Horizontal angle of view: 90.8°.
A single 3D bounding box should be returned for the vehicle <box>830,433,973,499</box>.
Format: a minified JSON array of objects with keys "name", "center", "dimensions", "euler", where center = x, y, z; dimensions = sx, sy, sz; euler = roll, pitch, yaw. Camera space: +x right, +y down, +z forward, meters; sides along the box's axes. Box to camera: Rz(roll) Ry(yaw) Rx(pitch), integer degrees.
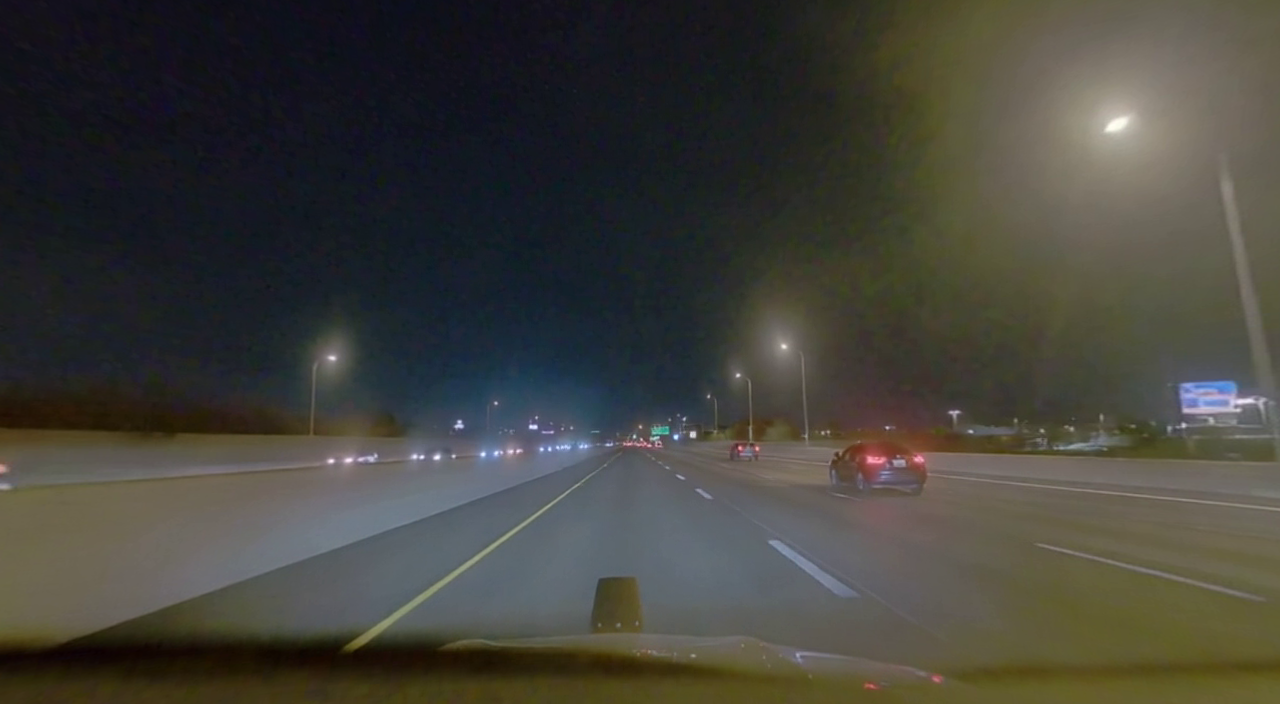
[{"name":"vehicle","center":[6.985,3.086,17.542],"dimensions":[1.901,1.548,4.684],"euler":[0,-9,-1]}]
